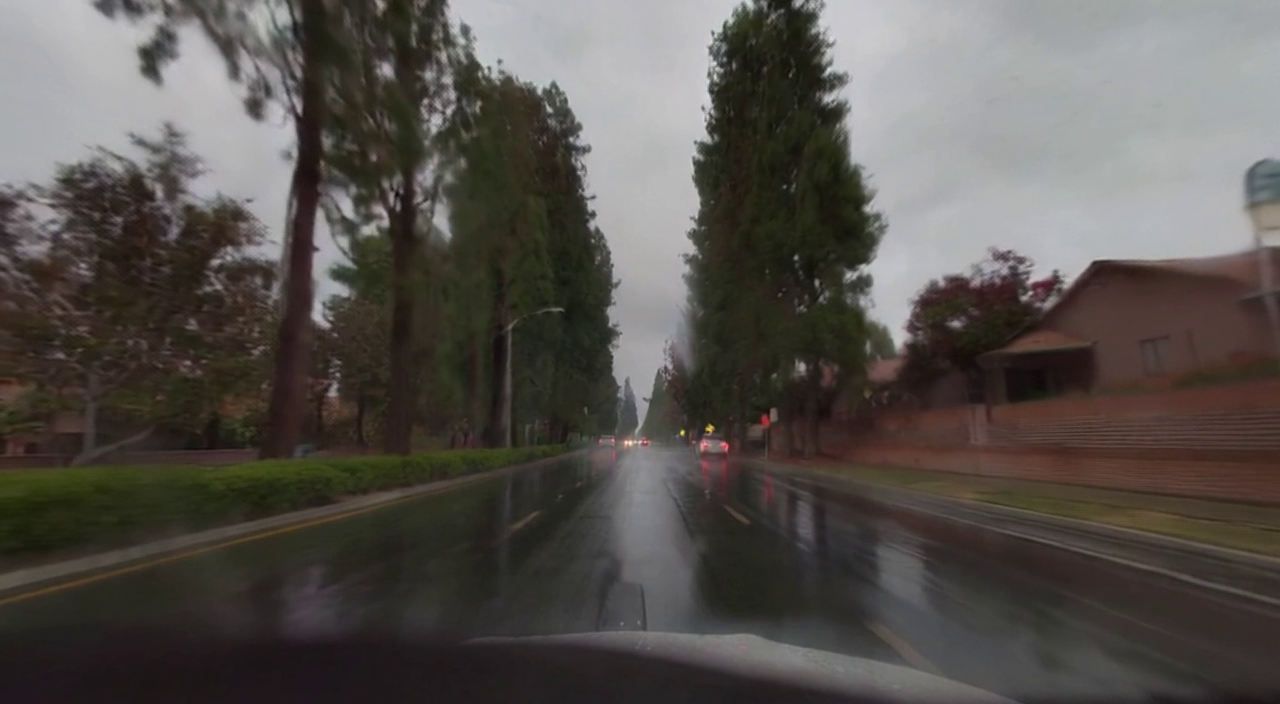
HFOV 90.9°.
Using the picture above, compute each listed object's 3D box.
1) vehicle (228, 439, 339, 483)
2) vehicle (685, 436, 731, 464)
[{"bbox_3d":[-17.117,5.229,30.675,2.208,1.899,5.269,0,-8,1],"label":"vehicle"},{"bbox_3d":[4.050,5.919,38.264,2.237,1.578,4.621,0,-8,-1],"label":"vehicle"}]
